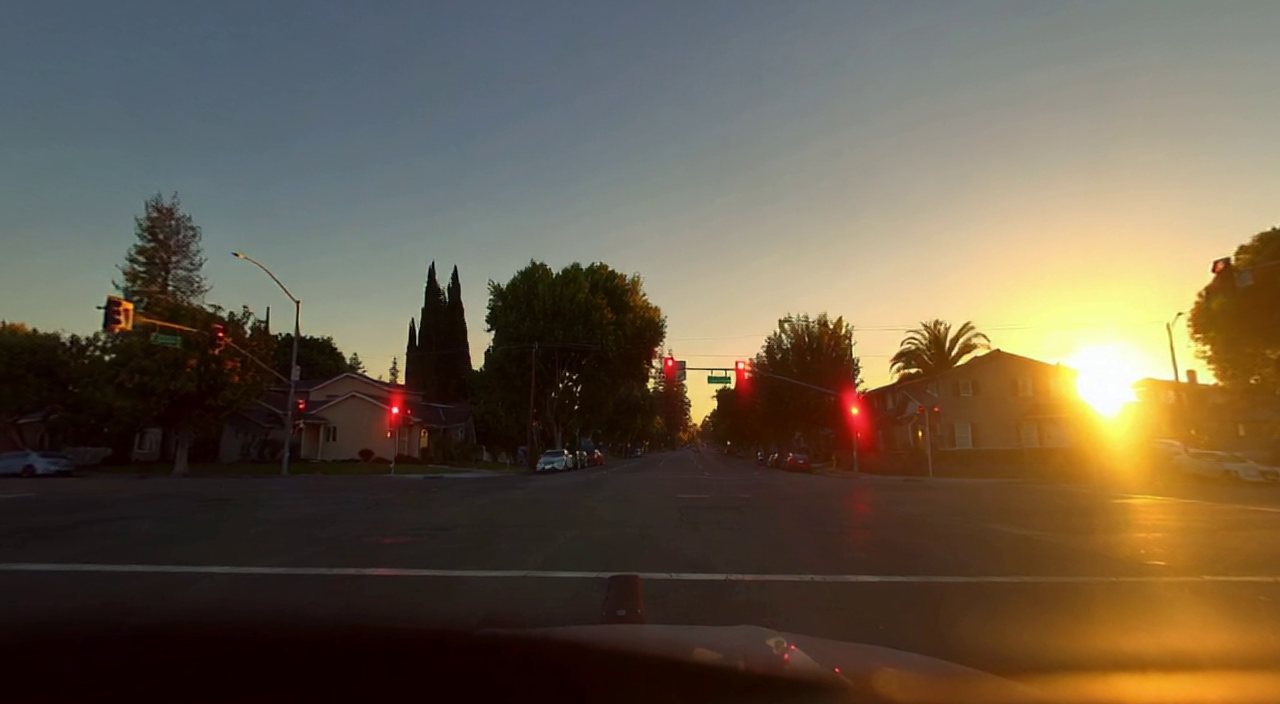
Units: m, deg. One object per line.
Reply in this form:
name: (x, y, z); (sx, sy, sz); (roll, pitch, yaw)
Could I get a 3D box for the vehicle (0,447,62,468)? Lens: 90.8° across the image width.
vehicle: (-44.302, 7.549, 45.307); (3.949, 1.422, 1.744); (0, -9, 1)

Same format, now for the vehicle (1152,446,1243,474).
vehicle: (36.767, 7.138, 41.839); (1.853, 1.723, 4.460); (0, -9, 0)
